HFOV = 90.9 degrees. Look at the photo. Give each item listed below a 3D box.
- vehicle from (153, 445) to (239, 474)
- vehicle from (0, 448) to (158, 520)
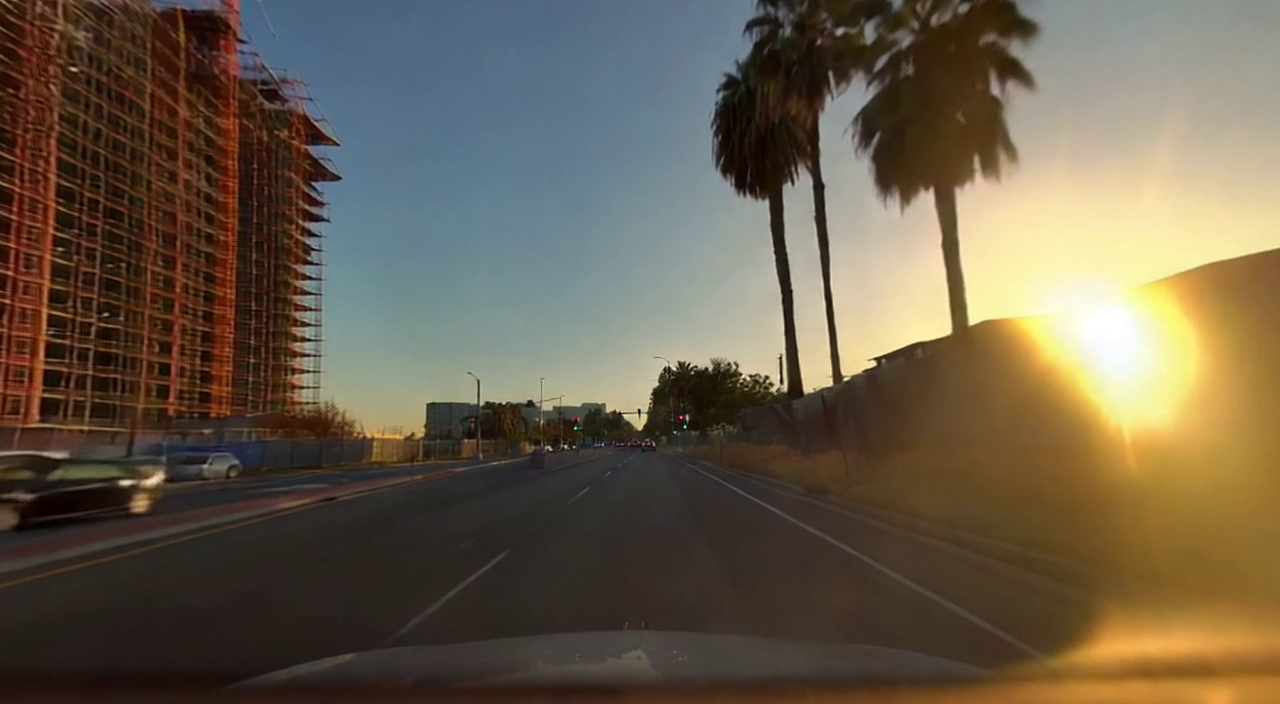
[{"bbox_3d":[-29.528,7.117,42.186,2.213,1.795,5.964,1,-8,-9],"label":"vehicle"},{"bbox_3d":[-14.745,3.128,15.522,2.113,1.478,4.828,0,-8,-3],"label":"vehicle"}]
